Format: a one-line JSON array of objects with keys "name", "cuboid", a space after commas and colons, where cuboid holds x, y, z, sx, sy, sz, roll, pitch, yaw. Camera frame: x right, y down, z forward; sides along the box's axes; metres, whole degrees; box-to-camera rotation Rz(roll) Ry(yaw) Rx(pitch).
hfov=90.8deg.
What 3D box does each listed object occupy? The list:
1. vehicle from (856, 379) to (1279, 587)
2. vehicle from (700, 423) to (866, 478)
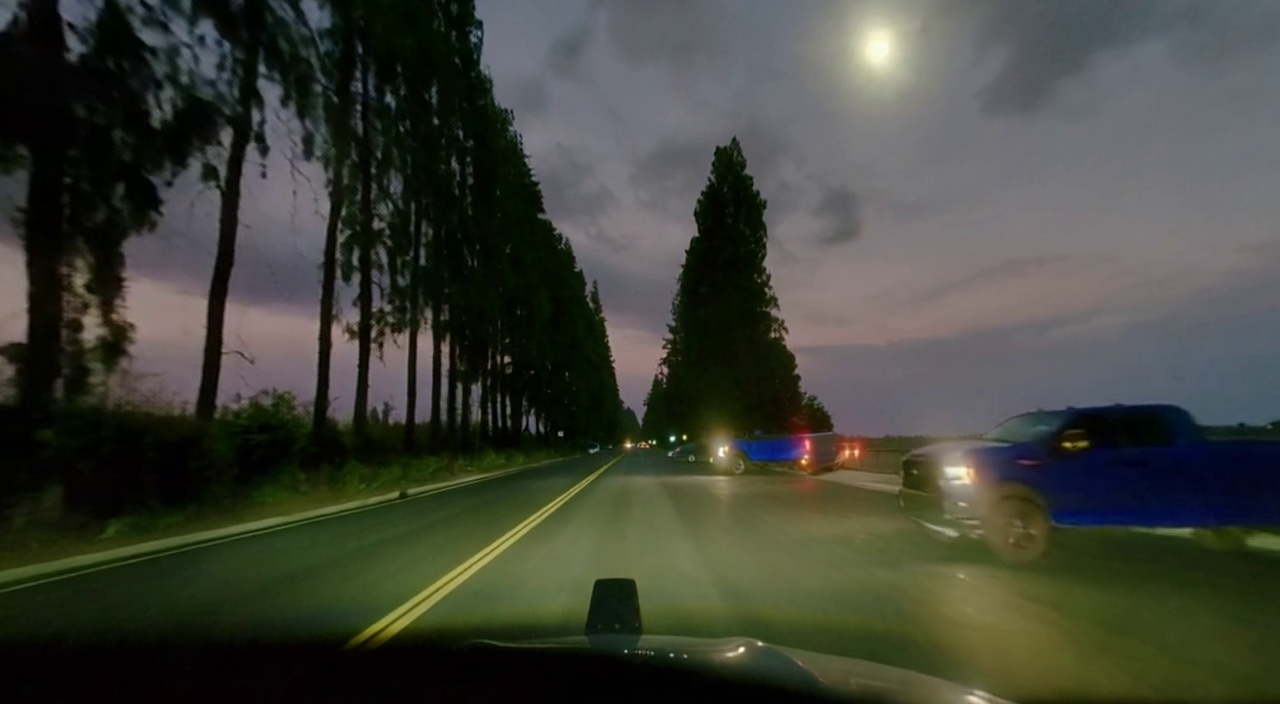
[{"name": "vehicle", "cuboid": [6.009, 1.492, 7.700, 5.797, 2.070, 2.502, 0, -8, -1]}, {"name": "vehicle", "cuboid": [6.213, 4.389, 28.223, 6.645, 2.298, 2.763, 0, -9, -3]}]
